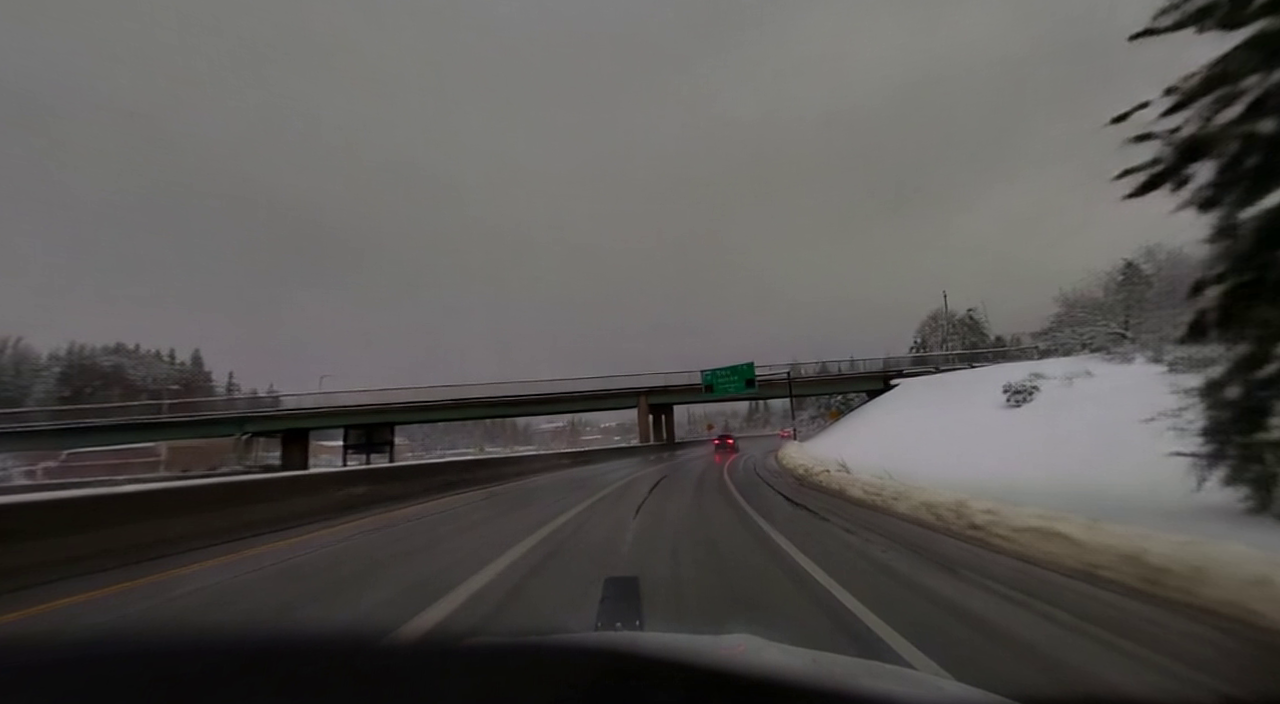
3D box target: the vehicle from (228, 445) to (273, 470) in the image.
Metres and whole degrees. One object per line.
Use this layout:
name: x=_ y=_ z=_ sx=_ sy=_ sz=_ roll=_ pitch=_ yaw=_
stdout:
vehicle: x=-29.798 y=8.025 z=48.225 sx=1.878 sy=1.761 sz=4.049 roll=2 pitch=-8 yaw=-17
